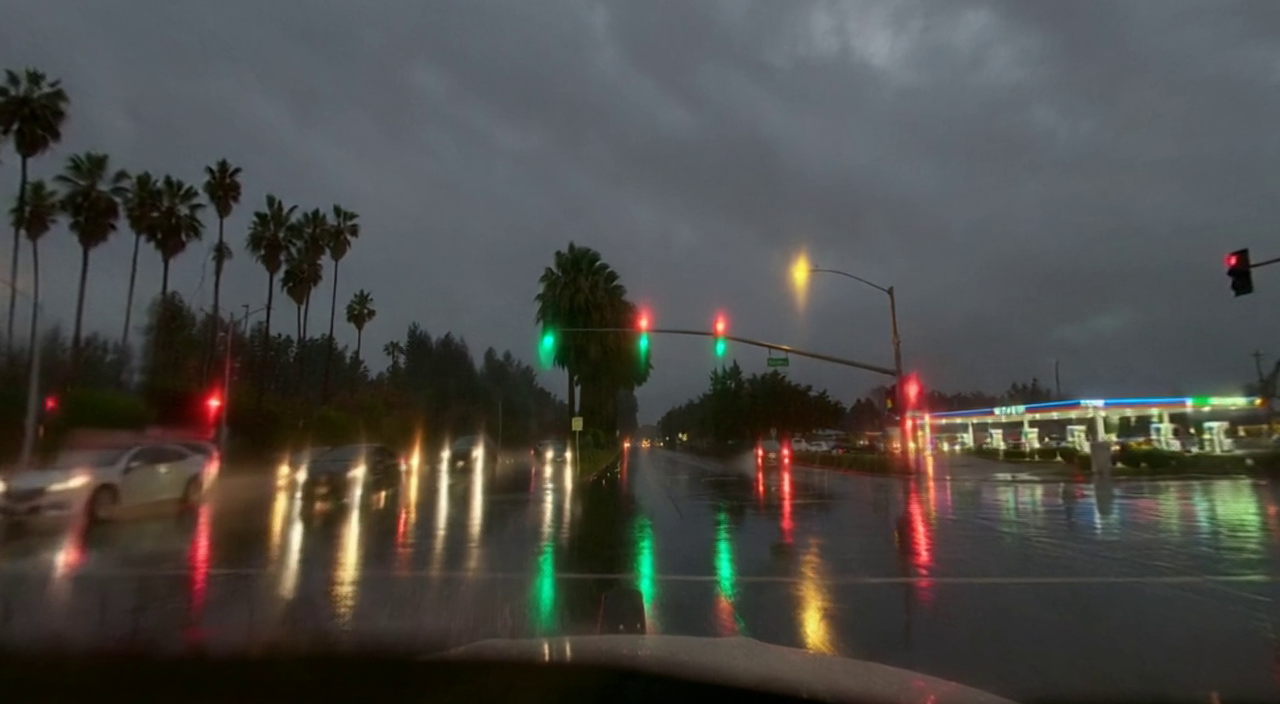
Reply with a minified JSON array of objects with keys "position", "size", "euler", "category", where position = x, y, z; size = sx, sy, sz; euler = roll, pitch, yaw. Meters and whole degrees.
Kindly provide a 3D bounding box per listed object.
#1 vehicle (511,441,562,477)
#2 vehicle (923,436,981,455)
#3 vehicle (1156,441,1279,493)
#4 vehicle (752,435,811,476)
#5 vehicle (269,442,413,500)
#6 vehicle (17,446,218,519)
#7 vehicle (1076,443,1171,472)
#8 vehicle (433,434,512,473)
[{"position":[-4.642,4.872,28.954],"size":[2.079,1.490,5.064],"euler":[1,-9,-7],"category":"vehicle"},{"position":[22.525,6.765,45.666],"size":[3.356,1.395,1.559],"euler":[0,-9,-1],"category":"vehicle"},{"position":[18.667,3.403,18.827],"size":[5.015,1.446,1.862],"euler":[0,-9,-3],"category":"vehicle"},{"position":[6.802,4.885,29.961],"size":[1.929,1.719,4.892],"euler":[-3,-9,21],"category":"vehicle"},{"position":[-8.750,3.515,19.086],"size":[2.034,1.510,4.647],"euler":[0,-9,1],"category":"vehicle"},{"position":[-11.871,2.935,14.706],"size":[1.633,1.460,3.540],"euler":[0,-9,-1],"category":"vehicle"},{"position":[24.253,5.299,31.744],"size":[3.474,1.376,1.538],"euler":[0,-9,-2],"category":"vehicle"},{"position":[-8.668,5.337,33.407],"size":[2.609,1.865,5.875],"euler":[0,-9,0],"category":"vehicle"}]
